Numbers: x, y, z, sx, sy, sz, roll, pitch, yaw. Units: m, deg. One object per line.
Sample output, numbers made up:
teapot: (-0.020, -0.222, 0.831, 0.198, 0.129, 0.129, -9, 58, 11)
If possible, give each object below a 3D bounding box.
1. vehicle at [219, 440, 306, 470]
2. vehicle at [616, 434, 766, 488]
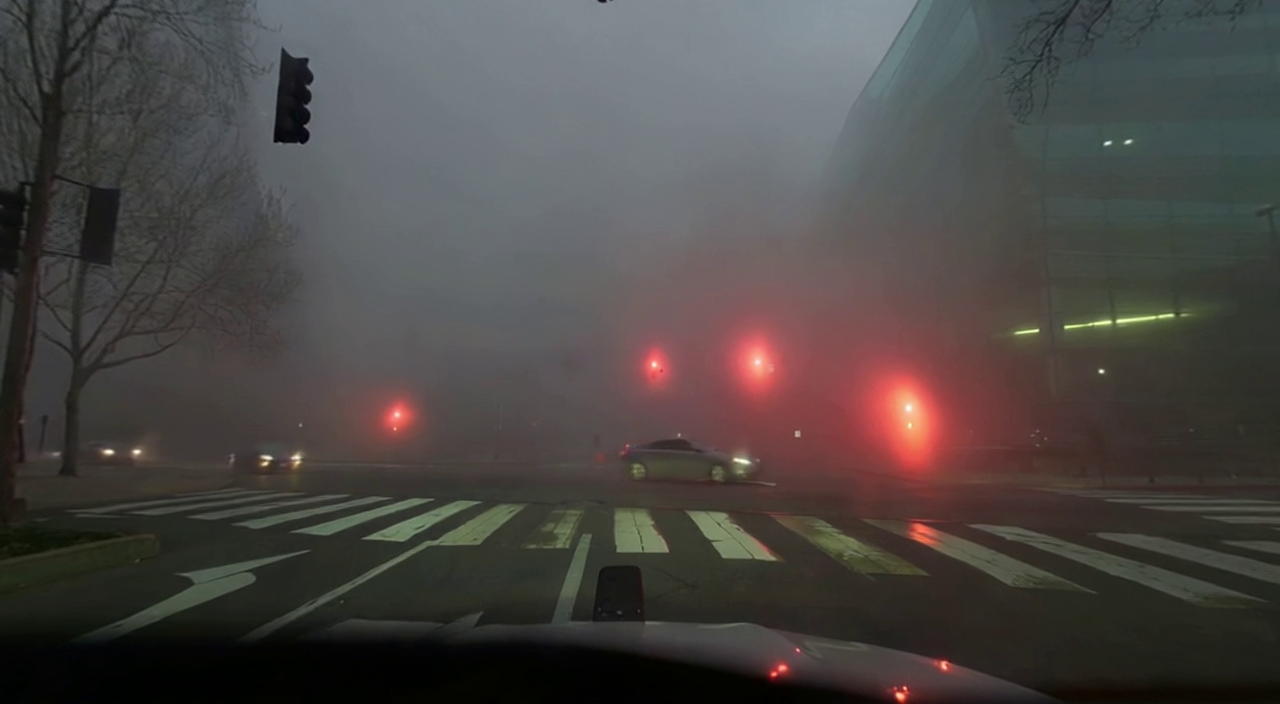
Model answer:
vehicle: (-19.705, 5.351, 32.895, 4.798, 1.461, 1.939, -6, -10, 34)
vehicle: (1.626, 3.622, 21.304, 4.698, 1.609, 1.975, -7, -11, 37)
